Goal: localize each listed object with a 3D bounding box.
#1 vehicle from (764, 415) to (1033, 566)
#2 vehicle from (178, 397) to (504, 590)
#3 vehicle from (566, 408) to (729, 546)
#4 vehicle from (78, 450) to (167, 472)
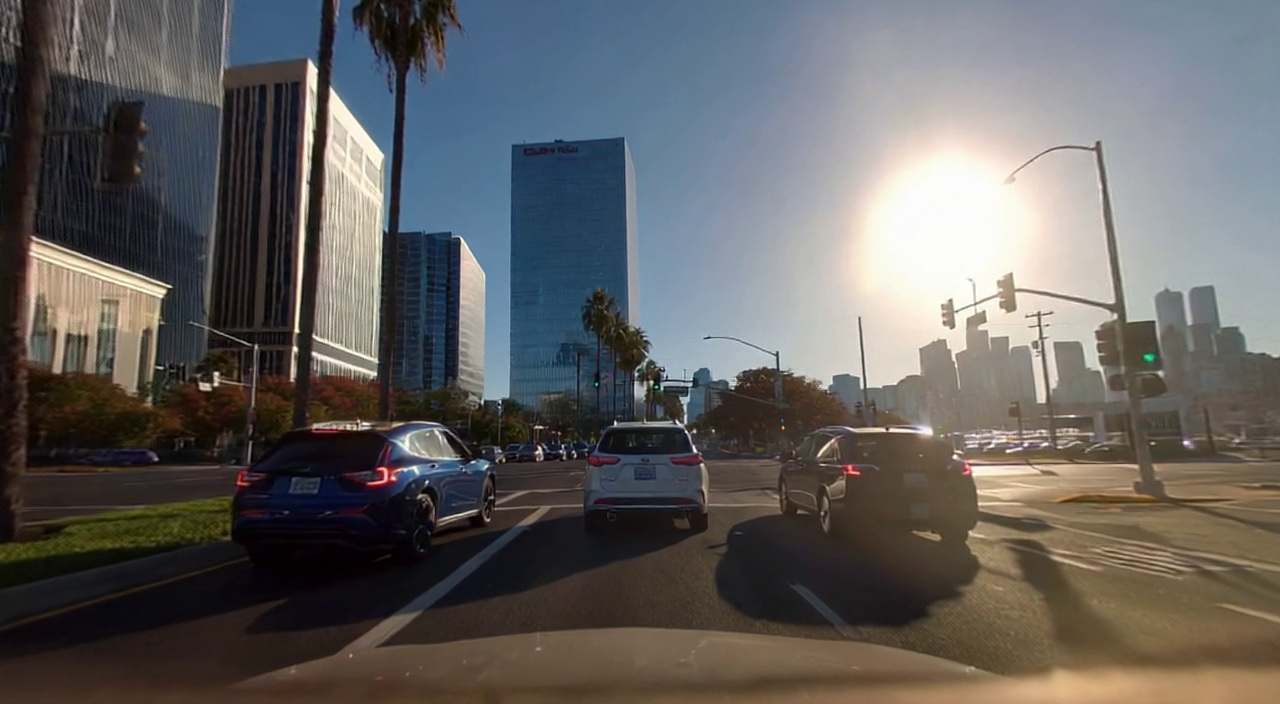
[{"bbox_3d":[3.107,1.745,8.643,1.936,1.567,3.896,0,-9,-1],"label":"vehicle"},{"bbox_3d":[-3.133,1.573,7.761,1.938,1.713,4.048,0,-9,1],"label":"vehicle"},{"bbox_3d":[0.096,1.907,10.227,2.060,1.730,4.257,0,-9,0],"label":"vehicle"},{"bbox_3d":[-37.137,7.794,45.369,4.787,1.484,1.816,0,-9,1],"label":"vehicle"}]
